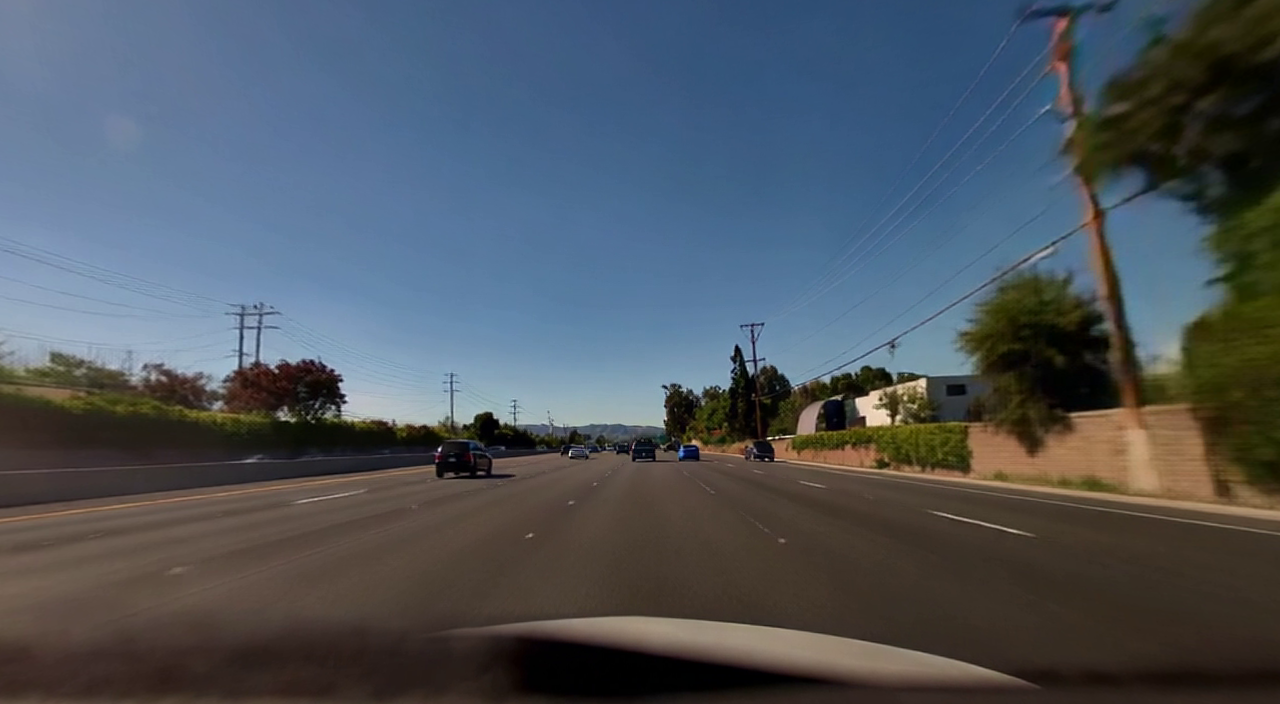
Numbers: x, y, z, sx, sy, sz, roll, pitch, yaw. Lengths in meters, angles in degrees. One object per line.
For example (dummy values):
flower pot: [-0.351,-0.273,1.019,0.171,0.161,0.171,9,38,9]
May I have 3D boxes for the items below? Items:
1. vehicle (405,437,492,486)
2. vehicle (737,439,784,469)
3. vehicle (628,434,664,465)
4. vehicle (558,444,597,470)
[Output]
vehicle: [-7.386,4.261,24.831,2.007,1.732,4.395,0,-9,0]
vehicle: [7.243,6.148,38.259,1.937,1.698,4.322,0,-8,-1]
vehicle: [0.376,7.364,47.729,2.622,2.208,5.320,0,-8,-1]
vehicle: [-3.854,6.524,39.360,1.979,1.469,4.378,0,-9,0]
